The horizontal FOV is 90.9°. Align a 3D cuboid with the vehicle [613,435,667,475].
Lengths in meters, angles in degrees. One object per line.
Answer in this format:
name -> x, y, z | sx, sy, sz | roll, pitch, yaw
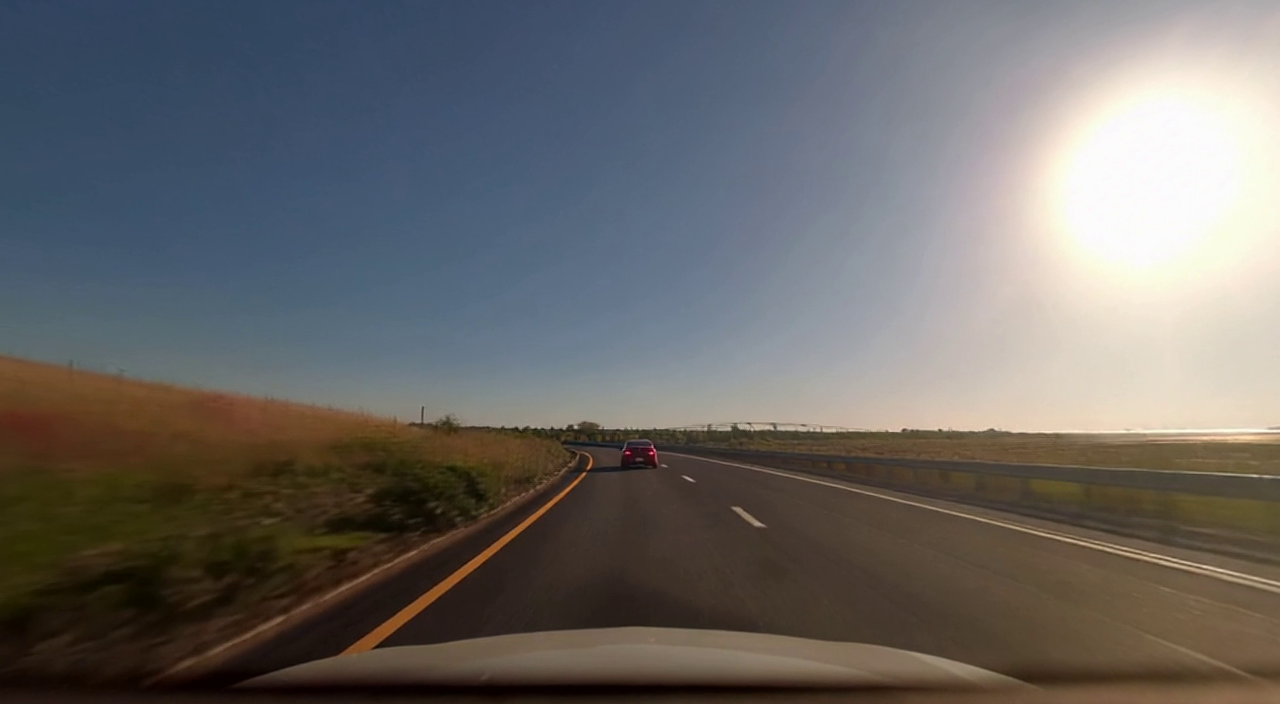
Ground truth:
vehicle -> -0.078, 4.210, 25.984 | 2.029, 1.474, 4.183 | 0, -8, -2
